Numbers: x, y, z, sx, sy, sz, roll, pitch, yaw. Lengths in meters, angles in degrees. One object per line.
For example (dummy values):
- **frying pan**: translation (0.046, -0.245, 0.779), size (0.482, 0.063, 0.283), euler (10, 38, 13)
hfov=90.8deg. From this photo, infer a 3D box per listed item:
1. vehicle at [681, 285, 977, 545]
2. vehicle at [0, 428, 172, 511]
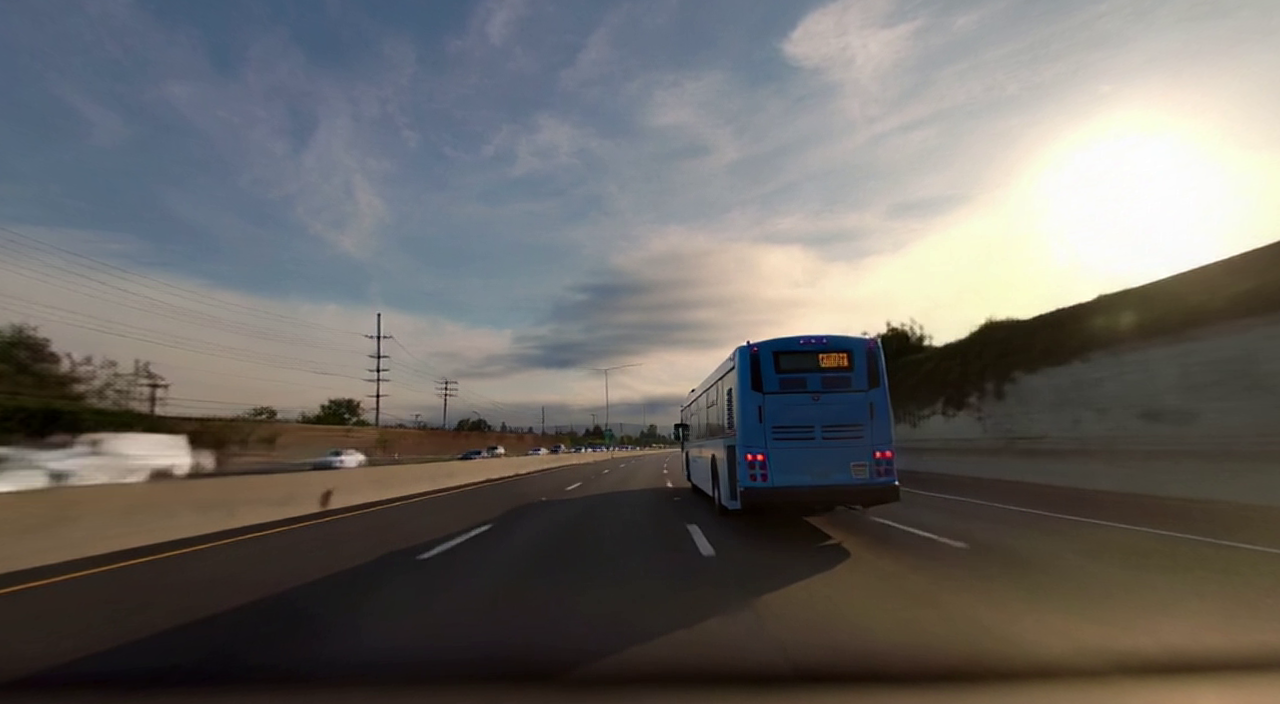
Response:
- **vehicle**: translation (3.040, 1.904, 16.001), size (3.144, 3.580, 14.591), euler (0, -8, 1)
- **vehicle**: translation (-15.653, 3.002, 16.568), size (2.263, 1.881, 5.692), euler (0, -9, 2)
